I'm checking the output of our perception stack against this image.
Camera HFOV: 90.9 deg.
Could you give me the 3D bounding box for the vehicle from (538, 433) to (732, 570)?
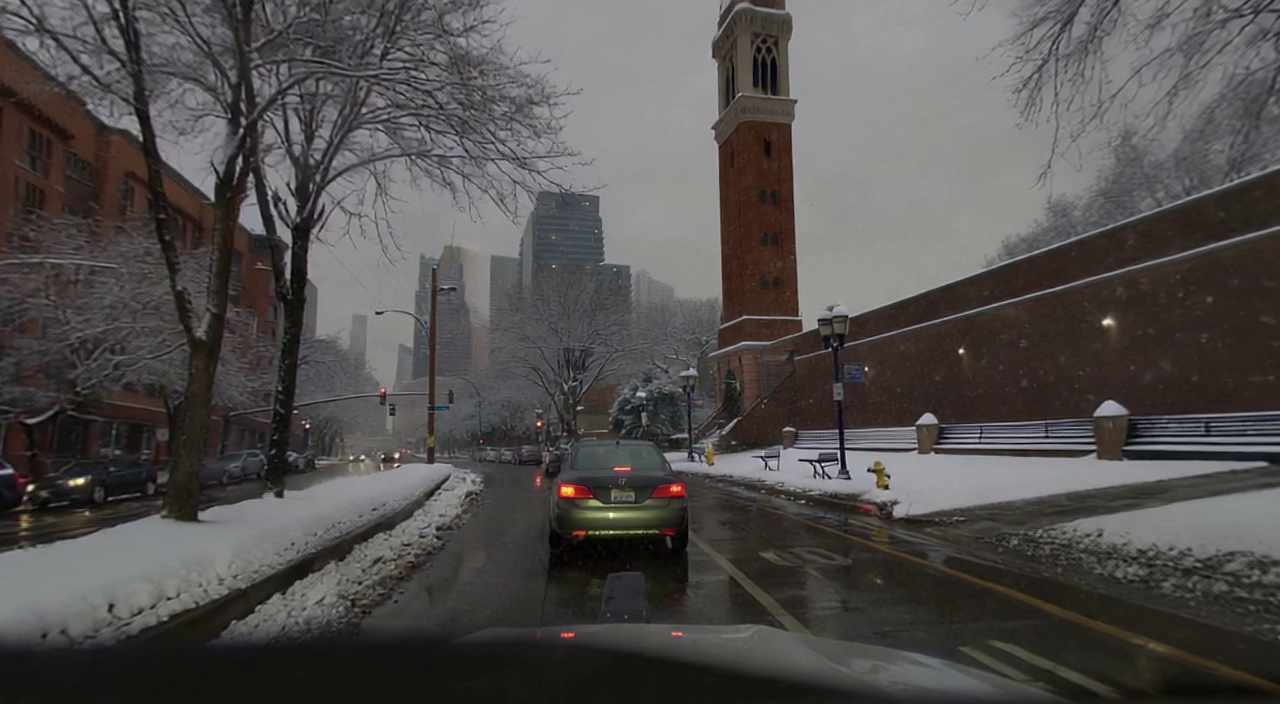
[{"bbox_3d":[-0.240,1.939,9.012,2.142,1.475,4.051,1,-8,-6],"label":"vehicle"}]
